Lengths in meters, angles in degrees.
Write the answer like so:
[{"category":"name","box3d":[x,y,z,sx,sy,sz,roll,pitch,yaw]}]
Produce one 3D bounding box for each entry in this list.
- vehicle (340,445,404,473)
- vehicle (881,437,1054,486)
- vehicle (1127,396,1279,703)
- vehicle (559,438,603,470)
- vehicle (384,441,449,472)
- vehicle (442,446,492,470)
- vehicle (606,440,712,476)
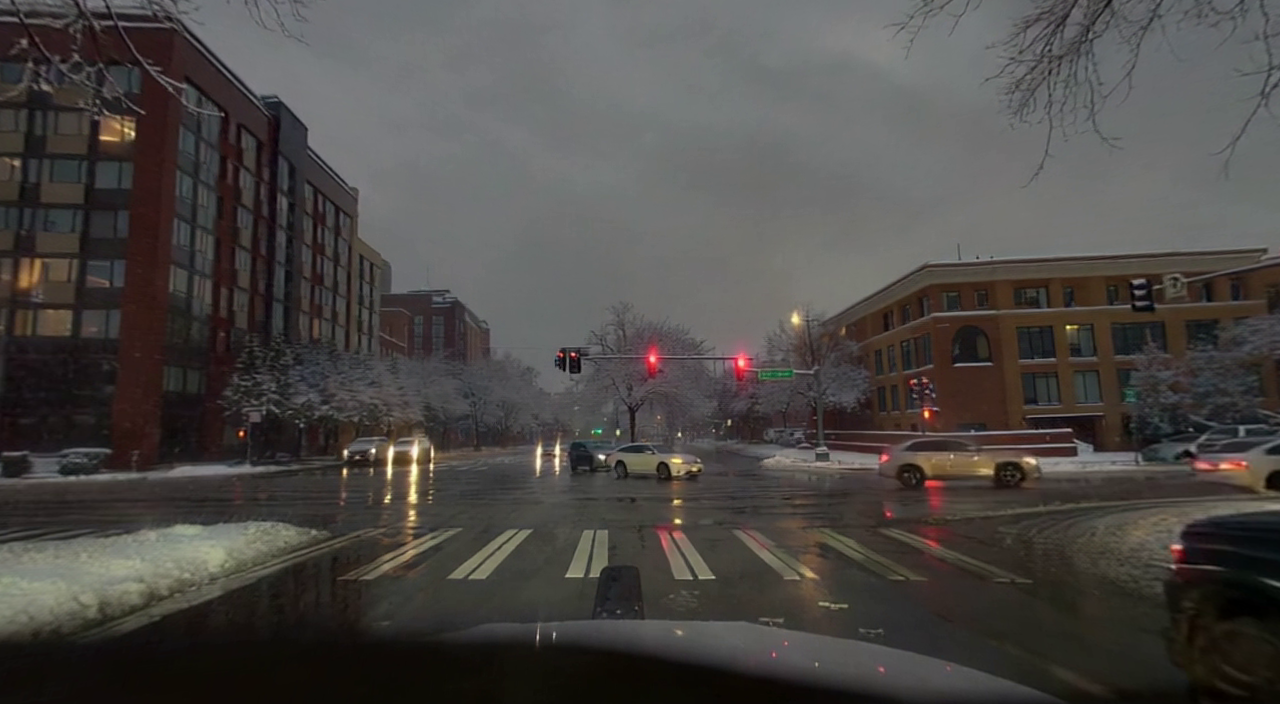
[{"category":"vehicle","box3d":[-18.543,7.403,44.027,2.237,1.842,5.116,0,-9,0]},{"category":"vehicle","box3d":[10.431,3.538,20.580,4.637,1.461,2.109,-3,-9,18]},{"category":"vehicle","box3d":[3.254,0.604,0.260,2.106,1.472,4.900,0,-9,-2]},{"category":"vehicle","box3d":[-3.361,5.685,35.335,1.950,1.629,4.385,2,-9,-12]},{"category":"vehicle","box3d":[-15.130,7.107,43.136,2.340,1.946,5.450,-1,-9,1]},{"category":"vehicle","box3d":[-11.636,7.143,42.791,2.003,1.476,4.297,-1,-9,2]},{"category":"vehicle","box3d":[0.706,4.615,27.744,2.115,1.445,4.864,6,-11,-36]}]
